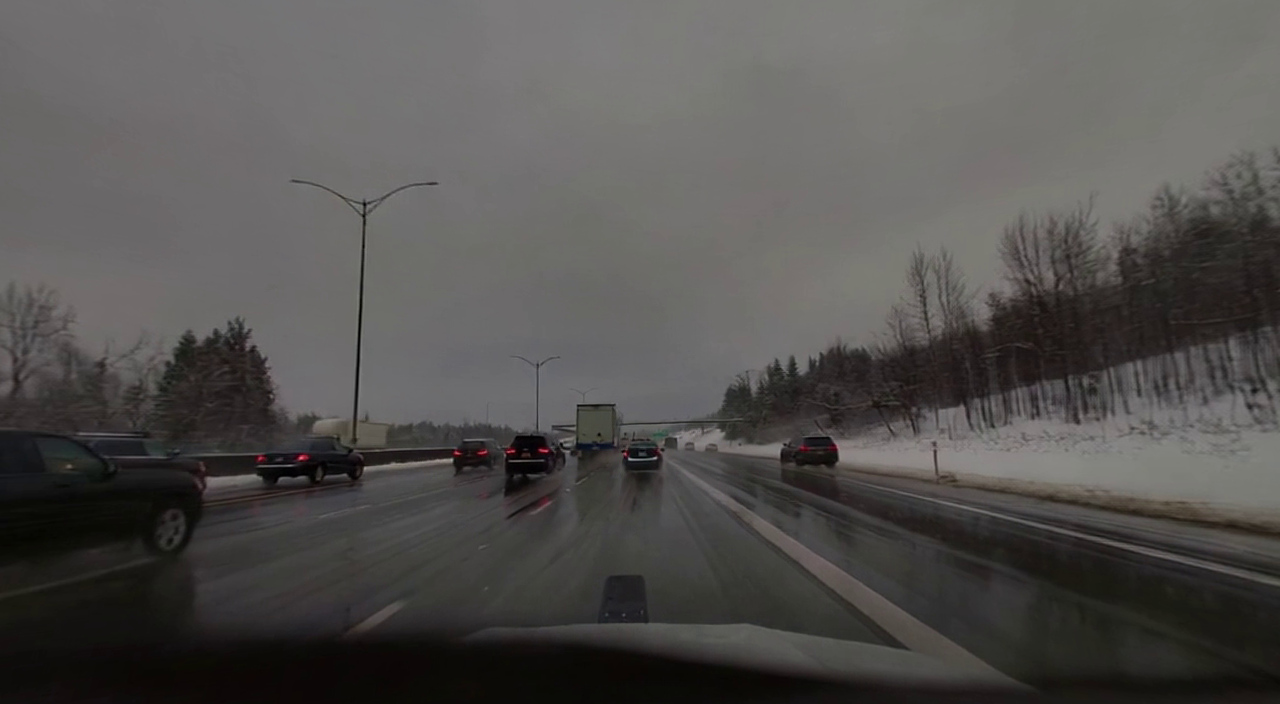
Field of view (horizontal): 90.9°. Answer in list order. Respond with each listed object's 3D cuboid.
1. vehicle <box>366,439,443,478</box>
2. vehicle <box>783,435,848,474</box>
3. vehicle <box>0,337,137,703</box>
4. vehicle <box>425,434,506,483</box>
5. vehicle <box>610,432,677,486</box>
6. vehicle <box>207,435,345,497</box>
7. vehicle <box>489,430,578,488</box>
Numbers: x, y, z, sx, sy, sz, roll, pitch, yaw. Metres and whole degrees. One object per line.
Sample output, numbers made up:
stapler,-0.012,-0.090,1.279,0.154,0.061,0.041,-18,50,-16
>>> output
vehicle,-10.795,4.908,29.284,1.894,1.669,4.251,0,-8,0
vehicle,8.324,4.893,30.299,2.026,1.718,4.522,-1,-8,3
vehicle,-3.443,0.576,0.660,2.209,1.711,4.296,0,-8,1
vehicle,-6.949,4.278,25.635,1.998,1.770,4.222,0,-8,1
vehicle,0.153,3.786,22.581,2.180,1.716,3.920,0,-8,1
vehicle,-10.980,3.432,19.401,1.863,1.696,3.885,0,-8,1
vehicle,-3.541,3.677,21.930,2.125,1.792,4.466,-1,-8,3
